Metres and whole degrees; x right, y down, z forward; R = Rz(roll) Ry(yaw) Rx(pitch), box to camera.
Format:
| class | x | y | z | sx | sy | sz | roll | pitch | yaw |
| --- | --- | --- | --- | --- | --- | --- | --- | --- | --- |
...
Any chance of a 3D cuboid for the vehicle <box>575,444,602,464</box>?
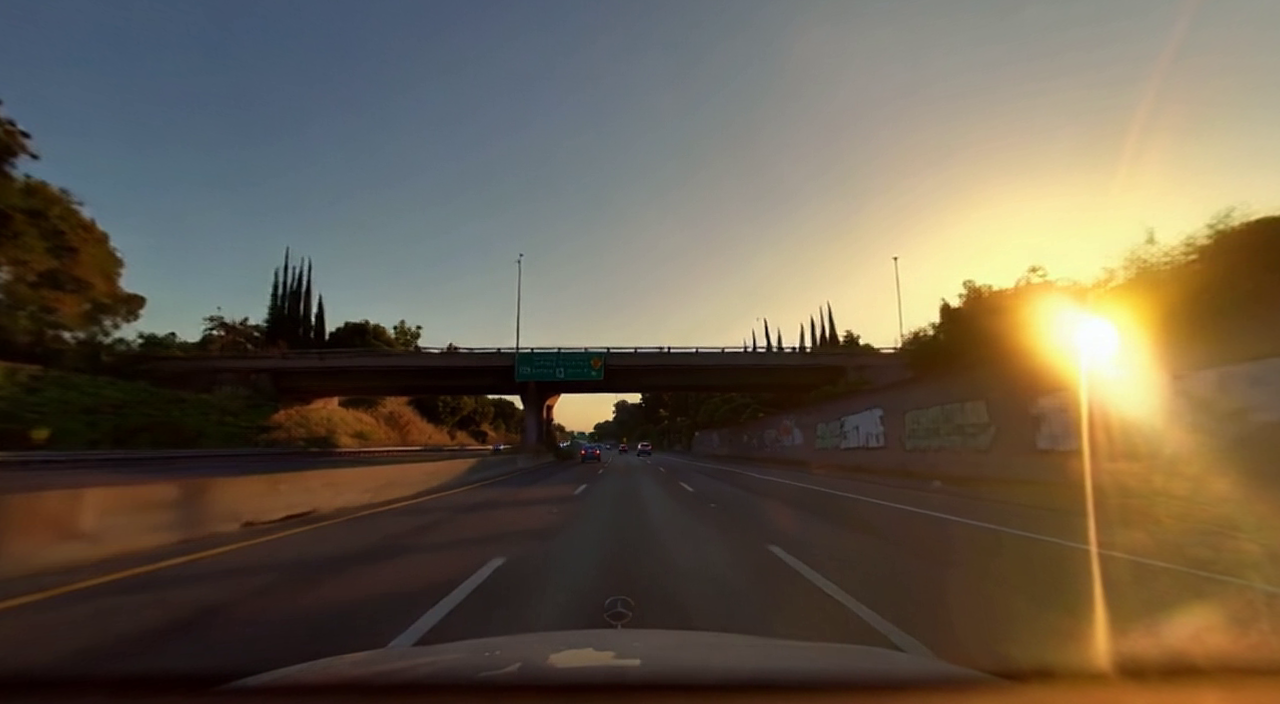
| class | x | y | z | sx | sy | sz | roll | pitch | yaw |
| --- | --- | --- | --- | --- | --- | --- | --- | --- | --- |
| vehicle | -4.053 | 8.048 | 49.579 | 1.871 | 1.459 | 3.771 | 0 | -9 | -1 |
